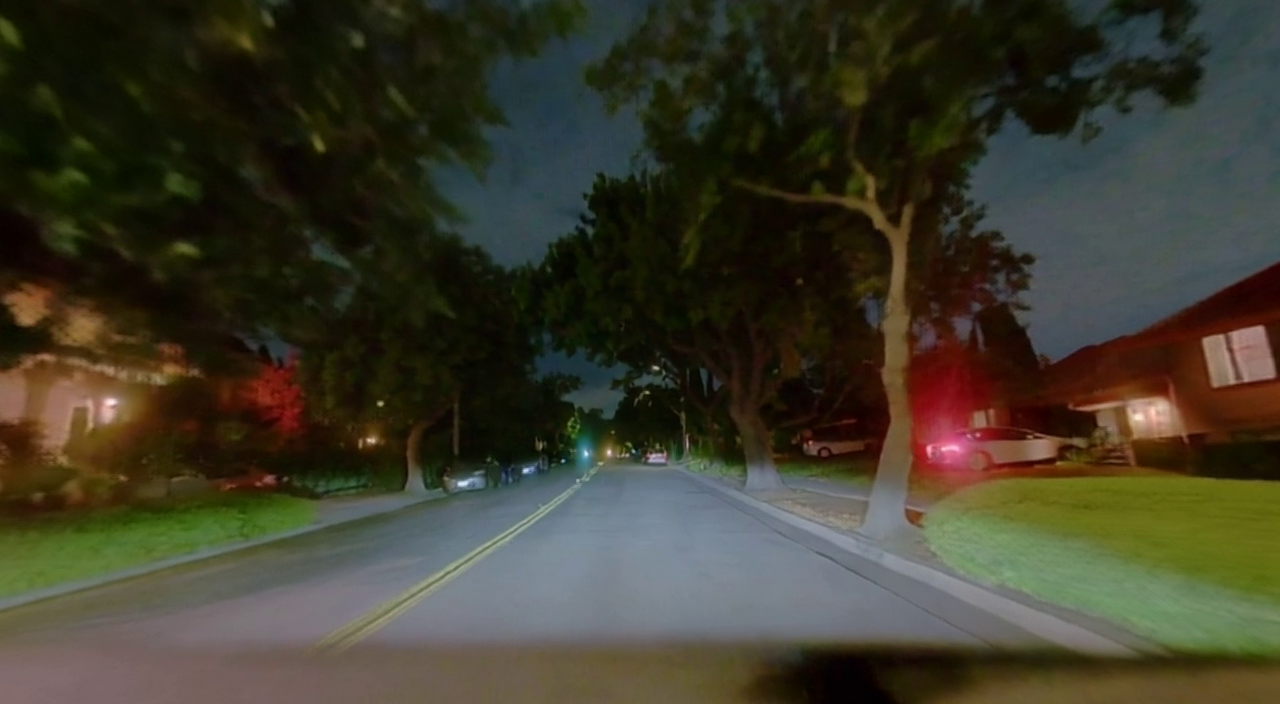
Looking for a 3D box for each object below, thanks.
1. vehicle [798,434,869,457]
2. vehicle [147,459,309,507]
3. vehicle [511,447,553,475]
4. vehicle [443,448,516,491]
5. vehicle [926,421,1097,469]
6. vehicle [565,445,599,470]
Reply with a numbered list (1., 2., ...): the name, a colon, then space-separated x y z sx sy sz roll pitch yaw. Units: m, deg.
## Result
1. vehicle: 12.838 6.245 42.167 4.370 1.433 1.889 -2 -10 12
2. vehicle: -14.045 4.434 21.640 4.487 1.464 1.889 -2 -10 11
3. vehicle: -7.004 7.133 41.368 2.033 1.721 4.328 0 -9 -1
4. vehicle: -6.746 4.978 27.032 2.031 1.662 4.194 0 -9 0
5. vehicle: 12.227 3.131 21.129 4.389 1.480 2.038 -1 -9 9
6. vehicle: -4.236 7.822 46.868 2.106 1.688 4.392 0 -9 -1
